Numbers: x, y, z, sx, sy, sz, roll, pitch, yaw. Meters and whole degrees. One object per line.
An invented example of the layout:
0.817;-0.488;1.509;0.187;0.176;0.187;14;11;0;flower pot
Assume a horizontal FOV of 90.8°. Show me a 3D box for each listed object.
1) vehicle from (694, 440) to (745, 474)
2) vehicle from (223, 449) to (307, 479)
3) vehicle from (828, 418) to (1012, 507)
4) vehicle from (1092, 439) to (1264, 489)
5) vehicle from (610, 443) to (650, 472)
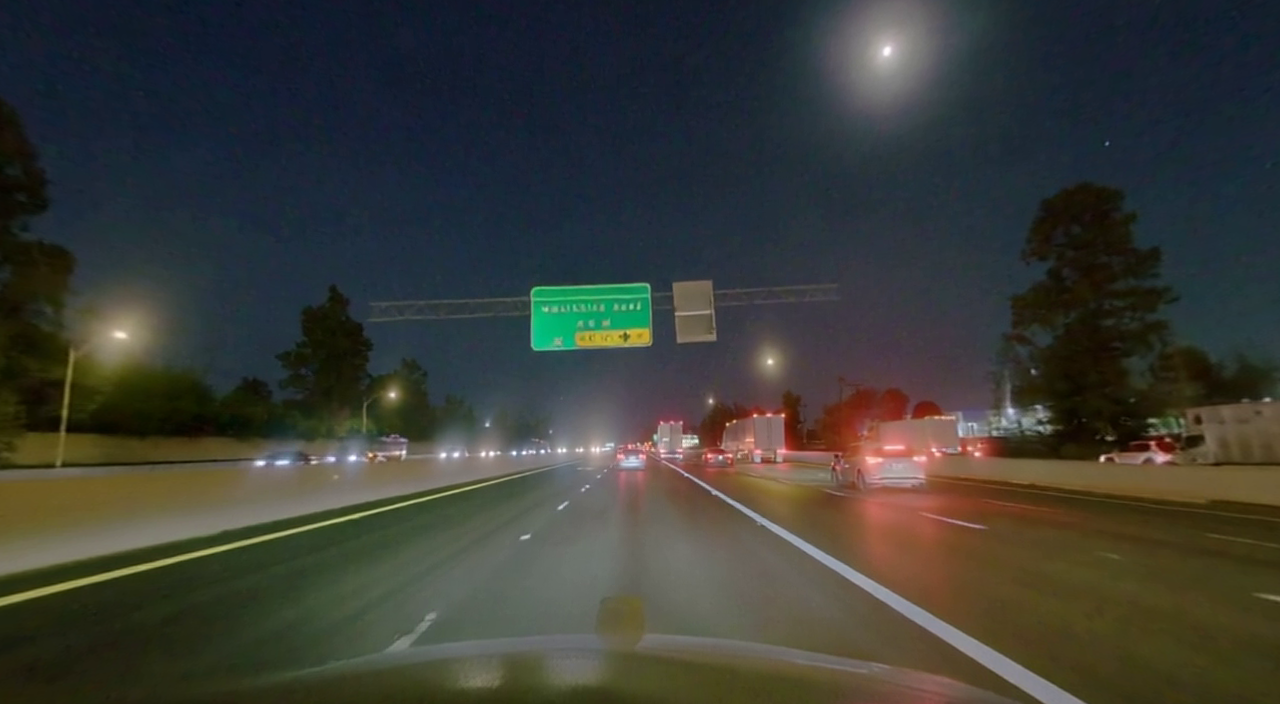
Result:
4.207;5.638;34.058;2.154;1.658;4.347;0;-9;0;vehicle
-20.305;6.063;34.476;1.833;1.473;4.440;0;-9;1;vehicle
7.296;2.983;17.425;2.369;2.007;5.700;0;-9;-1;vehicle
22.173;4.626;26.497;2.150;1.866;5.885;0;-9;2;vehicle
-0.539;5.970;35.928;2.163;1.551;4.180;0;-9;0;vehicle
